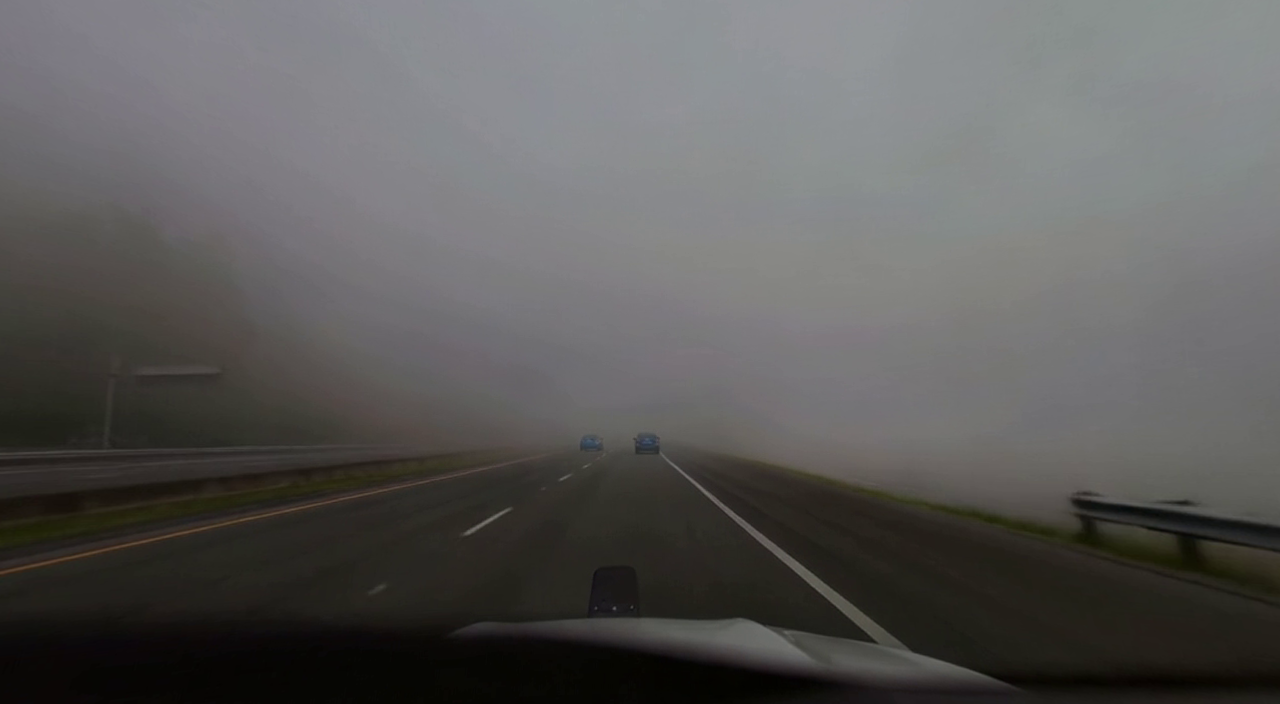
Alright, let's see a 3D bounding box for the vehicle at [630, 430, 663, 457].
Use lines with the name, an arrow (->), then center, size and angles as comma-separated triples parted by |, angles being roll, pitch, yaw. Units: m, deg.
vehicle -> 0.390, 5.953, 41.044 | 2.041, 1.618, 3.898 | 0, -8, -1
